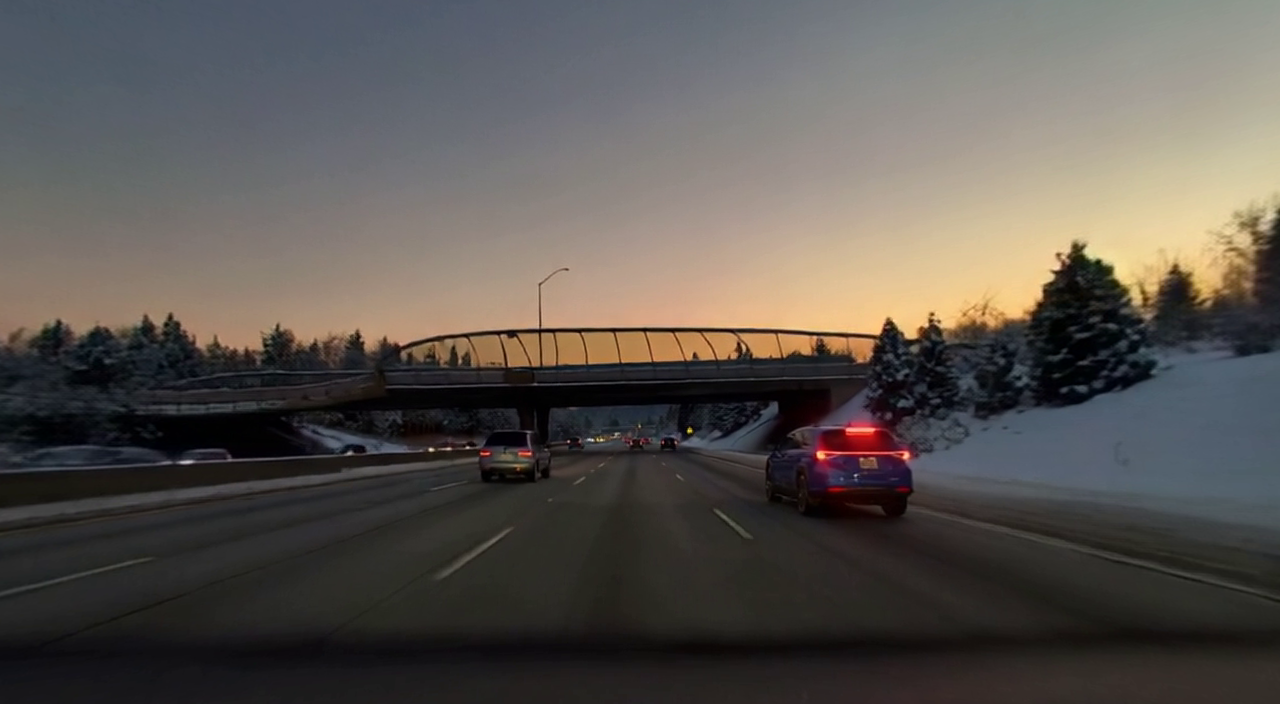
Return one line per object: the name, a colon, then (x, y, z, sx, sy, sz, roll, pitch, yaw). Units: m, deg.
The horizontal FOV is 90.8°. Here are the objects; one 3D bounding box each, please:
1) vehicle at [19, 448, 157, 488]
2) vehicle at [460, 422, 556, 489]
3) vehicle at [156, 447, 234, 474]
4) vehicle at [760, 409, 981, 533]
vehicle: (-23.272, 4.870, 26.905, 1.900, 1.508, 4.456, 0, -9, -1)
vehicle: (-4.021, 3.259, 20.122, 2.018, 1.872, 4.728, 0, -9, 0)
vehicle: (-29.960, 7.308, 42.728, 1.954, 1.691, 4.637, 0, -9, 0)
vehicle: (3.750, 2.049, 11.404, 2.185, 1.749, 4.477, 0, -9, -1)
